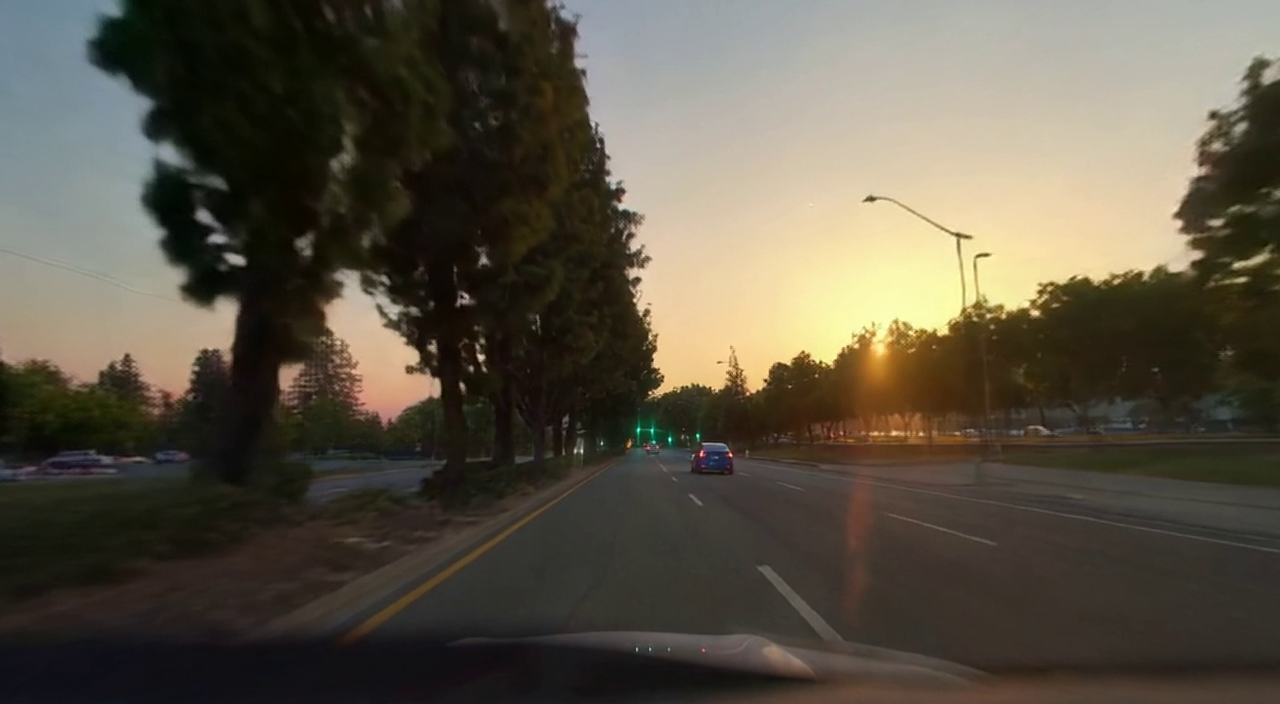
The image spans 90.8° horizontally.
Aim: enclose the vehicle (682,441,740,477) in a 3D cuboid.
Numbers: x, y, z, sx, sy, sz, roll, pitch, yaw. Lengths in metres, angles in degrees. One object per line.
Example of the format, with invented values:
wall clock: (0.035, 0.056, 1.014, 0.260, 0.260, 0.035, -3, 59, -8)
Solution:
vehicle: (3.110, 4.792, 28.561, 2.056, 1.483, 4.091, 0, -8, -1)
